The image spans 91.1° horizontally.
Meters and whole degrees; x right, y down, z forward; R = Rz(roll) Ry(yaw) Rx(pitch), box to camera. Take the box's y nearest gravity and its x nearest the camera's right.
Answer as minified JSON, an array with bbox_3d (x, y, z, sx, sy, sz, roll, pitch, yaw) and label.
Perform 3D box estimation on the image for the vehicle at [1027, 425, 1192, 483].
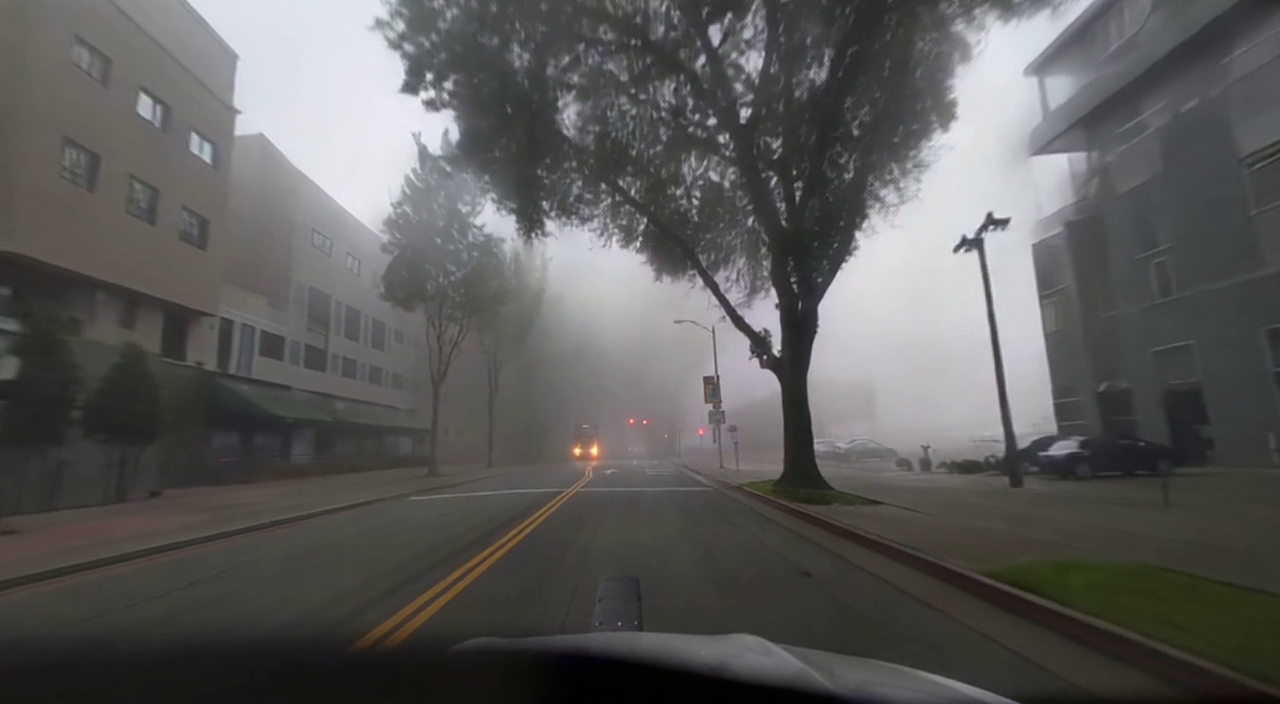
[{"bbox_3d":[14.491,3.143,19.575,3.627,1.567,1.774,-2,-7,1],"label":"vehicle"}]
